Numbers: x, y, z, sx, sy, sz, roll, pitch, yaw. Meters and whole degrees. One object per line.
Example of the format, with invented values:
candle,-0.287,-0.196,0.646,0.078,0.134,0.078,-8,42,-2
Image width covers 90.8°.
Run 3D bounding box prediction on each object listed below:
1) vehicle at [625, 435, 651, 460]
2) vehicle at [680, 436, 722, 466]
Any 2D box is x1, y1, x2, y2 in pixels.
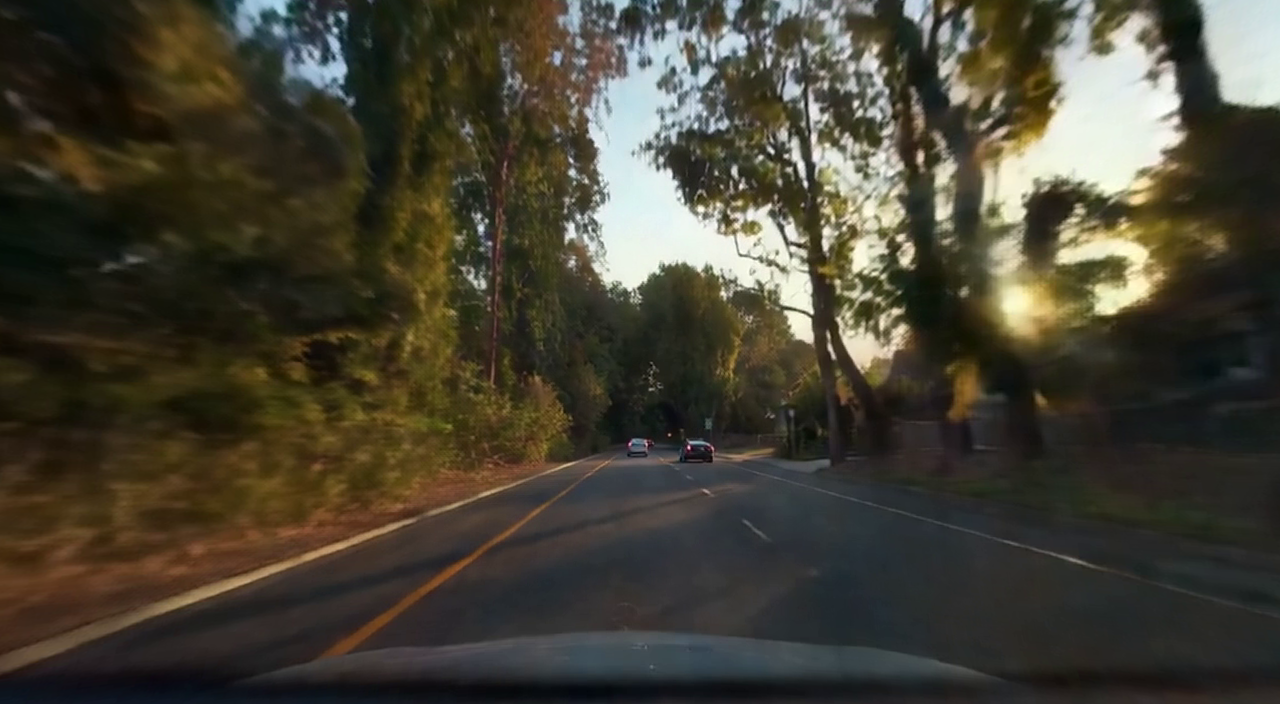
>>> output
vehicle,-0.183,7.502,49.667,1.925,1.799,4.257,0,-8,0
vehicle,3.485,5.778,36.883,1.888,1.640,4.044,0,-8,-2
